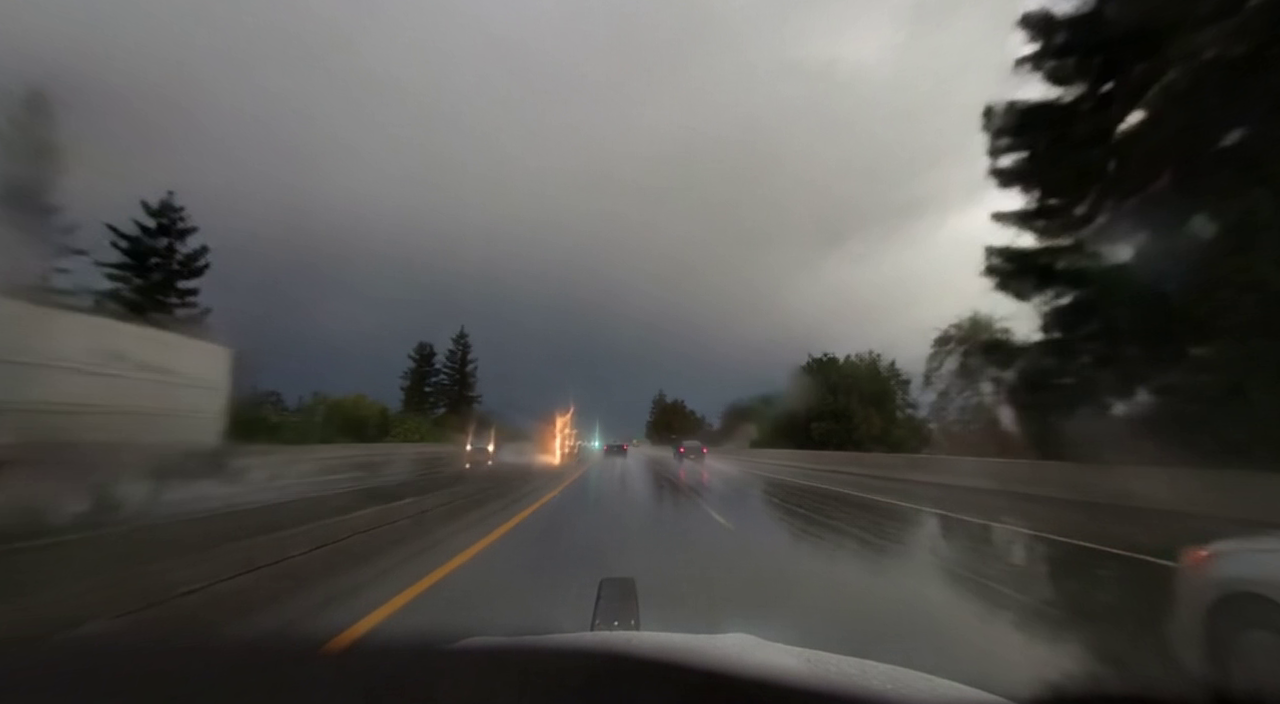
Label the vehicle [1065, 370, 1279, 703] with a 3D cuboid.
[{"bbox_3d":[3.419,0.635,0.901,2.055,1.566,5.046,-1,-8,0],"label":"vehicle"}]

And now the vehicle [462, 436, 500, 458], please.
[{"bbox_3d":[-11.522,6.939,45.876,1.872,1.499,3.792,-1,-8,-1],"label":"vehicle"}]

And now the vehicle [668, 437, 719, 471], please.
[{"bbox_3d":[2.612,5.066,31.537,2.146,1.546,3.796,-1,-8,0],"label":"vehicle"}]

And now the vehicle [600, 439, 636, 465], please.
[{"bbox_3d":[-1.446,6.438,40.685,2.178,1.559,4.254,0,-8,-3],"label":"vehicle"}]

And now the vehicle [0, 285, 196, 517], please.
[{"bbox_3d":[-11.766,0.765,9.787,3.188,3.647,8.856,-1,-8,0],"label":"vehicle"}]
